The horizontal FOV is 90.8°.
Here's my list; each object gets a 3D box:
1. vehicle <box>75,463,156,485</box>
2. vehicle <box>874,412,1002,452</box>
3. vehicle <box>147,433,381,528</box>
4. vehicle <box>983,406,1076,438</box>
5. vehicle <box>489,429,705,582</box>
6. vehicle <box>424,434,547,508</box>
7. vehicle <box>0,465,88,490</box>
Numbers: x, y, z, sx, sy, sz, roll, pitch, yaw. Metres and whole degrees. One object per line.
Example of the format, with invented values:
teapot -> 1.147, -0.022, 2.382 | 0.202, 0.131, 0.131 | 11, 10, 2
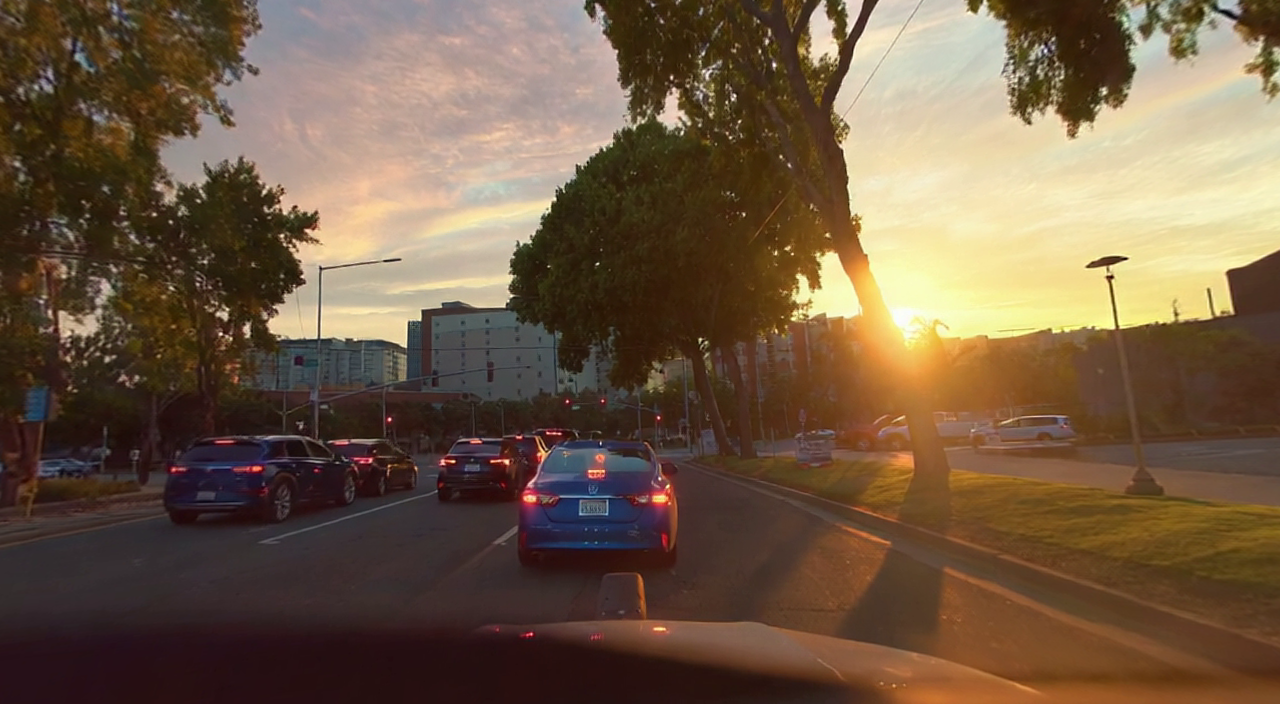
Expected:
vehicle -> -36.349, 8.439, 43.864 | 3.918, 1.423, 1.861 | 0, -9, 0
vehicle -> 13.949, 3.797, 29.791 | 4.975, 1.809, 1.956 | 0, -9, 2
vehicle -> -7.271, 2.506, 12.912 | 2.096, 1.593, 4.288 | 0, -9, 1
vehicle -> 27.747, 5.035, 45.166 | 5.333, 1.880, 2.130 | -8, -9, 30
vehicle -> -0.412, 1.803, 8.207 | 2.104, 1.472, 3.946 | 0, -9, 0
vehicle -> -3.613, 2.861, 15.611 | 1.969, 1.570, 4.019 | 0, -9, 1
vehicle -> -36.616, 7.630, 38.539 | 4.093, 1.440, 1.804 | 0, -9, 0
